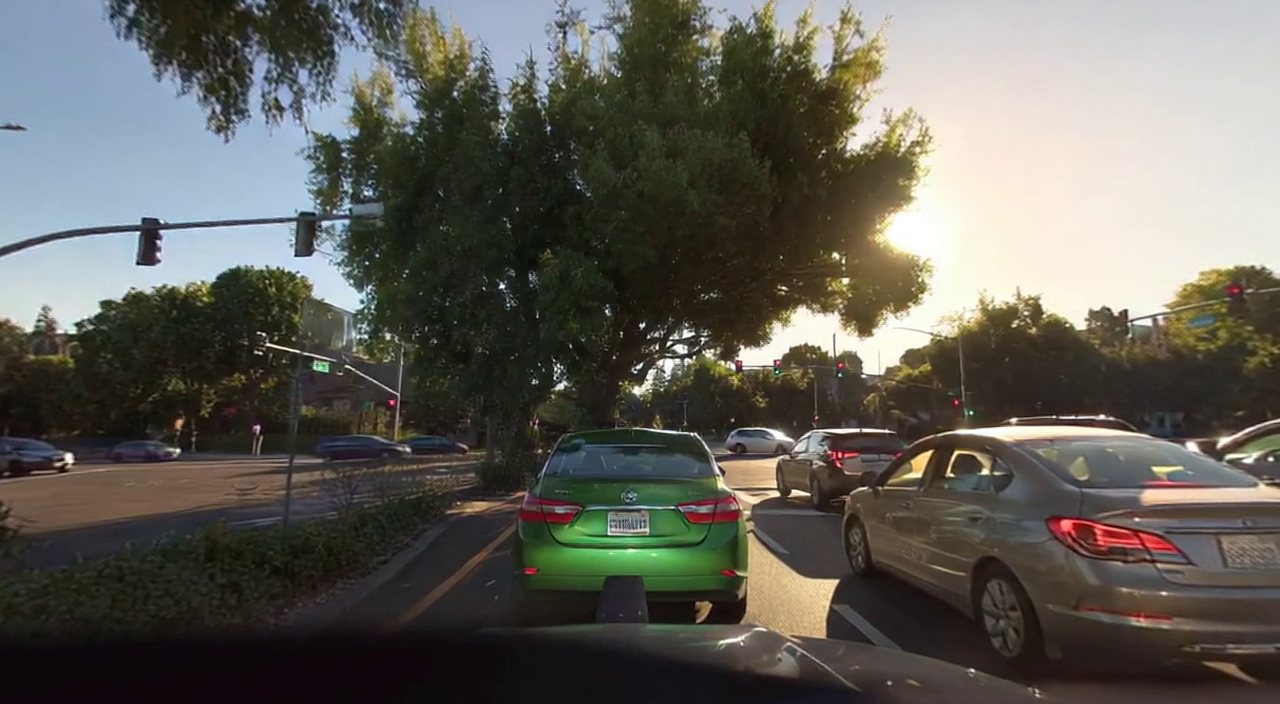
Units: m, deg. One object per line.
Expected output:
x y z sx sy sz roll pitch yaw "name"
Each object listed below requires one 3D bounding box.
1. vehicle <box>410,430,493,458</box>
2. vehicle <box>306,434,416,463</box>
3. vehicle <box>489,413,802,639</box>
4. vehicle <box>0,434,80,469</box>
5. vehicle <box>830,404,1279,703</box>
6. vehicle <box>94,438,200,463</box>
-11.330 5.599 38.299 4.526 1.649 1.920 1 -9 -10 "vehicle"
-14.651 5.094 33.404 4.869 1.502 1.979 0 -9 -1 "vehicle"
0.039 1.450 6.263 2.026 1.458 4.175 0 -9 0 "vehicle"
-30.485 4.877 30.951 4.517 1.637 1.935 -1 -9 7 "vehicle"
3.097 1.293 4.950 1.861 1.479 4.371 0 -8 0 "vehicle"
-29.280 5.853 37.589 4.828 1.467 1.963 -1 -9 6 "vehicle"
